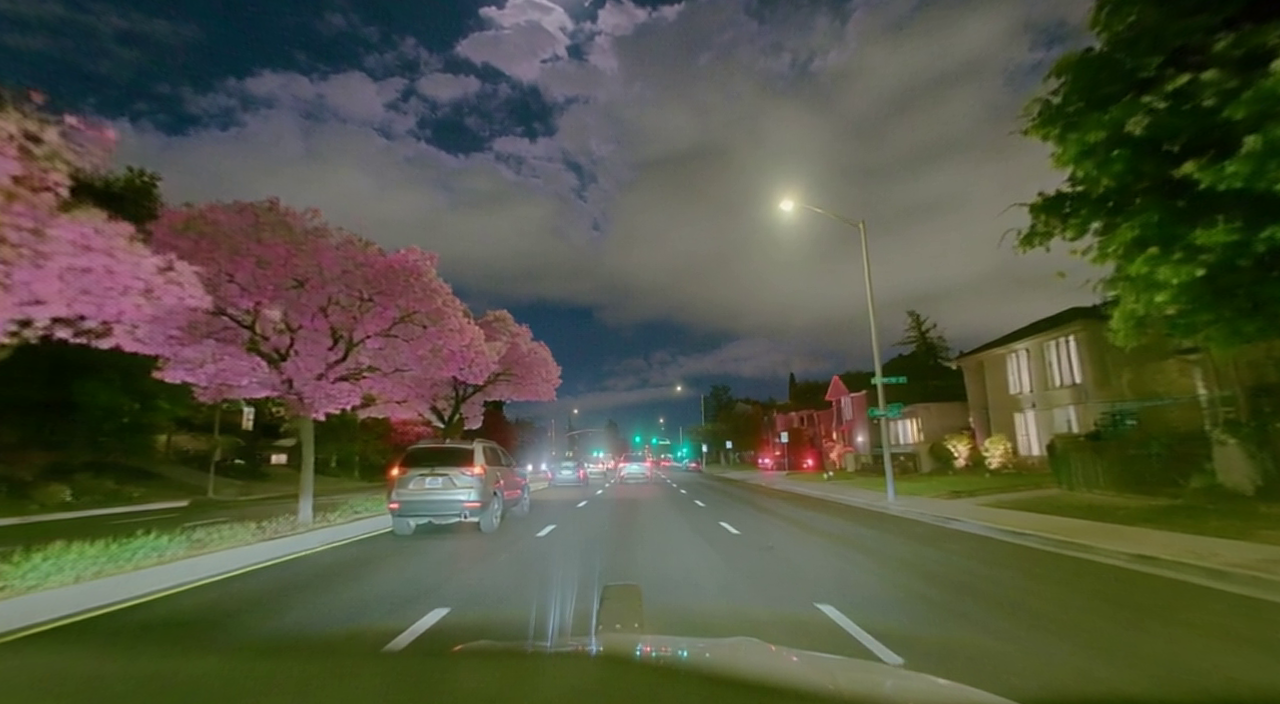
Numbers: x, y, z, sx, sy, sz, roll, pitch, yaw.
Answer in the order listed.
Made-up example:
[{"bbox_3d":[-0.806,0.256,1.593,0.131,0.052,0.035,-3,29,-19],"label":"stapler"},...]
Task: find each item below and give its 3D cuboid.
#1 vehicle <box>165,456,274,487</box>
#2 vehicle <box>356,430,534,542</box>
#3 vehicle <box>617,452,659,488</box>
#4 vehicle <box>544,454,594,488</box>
[{"bbox_3d":[-28.626,8.117,43.284,5.692,1.926,2.274,3,-9,-18],"label":"vehicle"},{"bbox_3d":[-3.778,2.672,13.364,2.161,1.919,4.798,0,-8,1],"label":"vehicle"},{"bbox_3d":[-0.083,5.894,31.870,1.997,1.636,3.760,0,-8,0],"label":"vehicle"},{"bbox_3d":[-3.613,6.162,32.926,2.066,1.565,3.905,0,-8,2],"label":"vehicle"}]
